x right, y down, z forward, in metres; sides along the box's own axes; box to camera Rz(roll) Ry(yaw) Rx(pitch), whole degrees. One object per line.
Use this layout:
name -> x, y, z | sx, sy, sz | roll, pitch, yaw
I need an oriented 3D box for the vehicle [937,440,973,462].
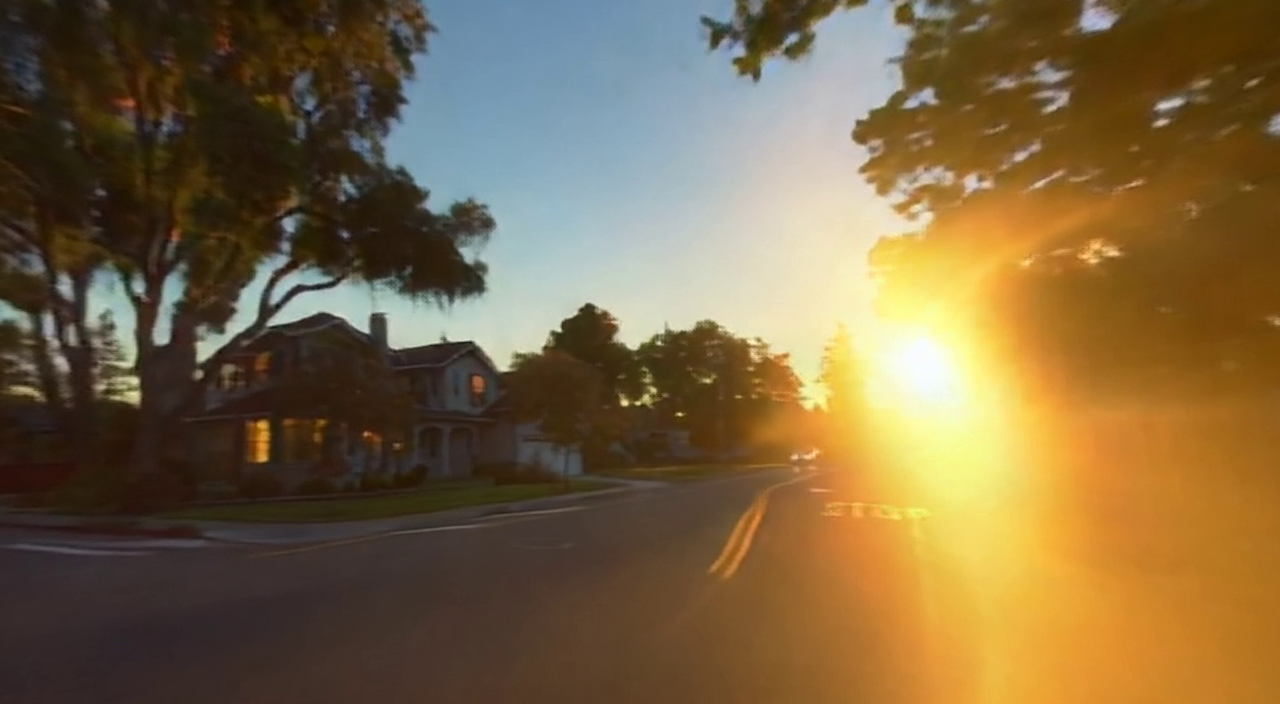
vehicle -> 23.580, 7.397, 47.234 | 1.970, 1.530, 3.685 | -3, -9, 21
